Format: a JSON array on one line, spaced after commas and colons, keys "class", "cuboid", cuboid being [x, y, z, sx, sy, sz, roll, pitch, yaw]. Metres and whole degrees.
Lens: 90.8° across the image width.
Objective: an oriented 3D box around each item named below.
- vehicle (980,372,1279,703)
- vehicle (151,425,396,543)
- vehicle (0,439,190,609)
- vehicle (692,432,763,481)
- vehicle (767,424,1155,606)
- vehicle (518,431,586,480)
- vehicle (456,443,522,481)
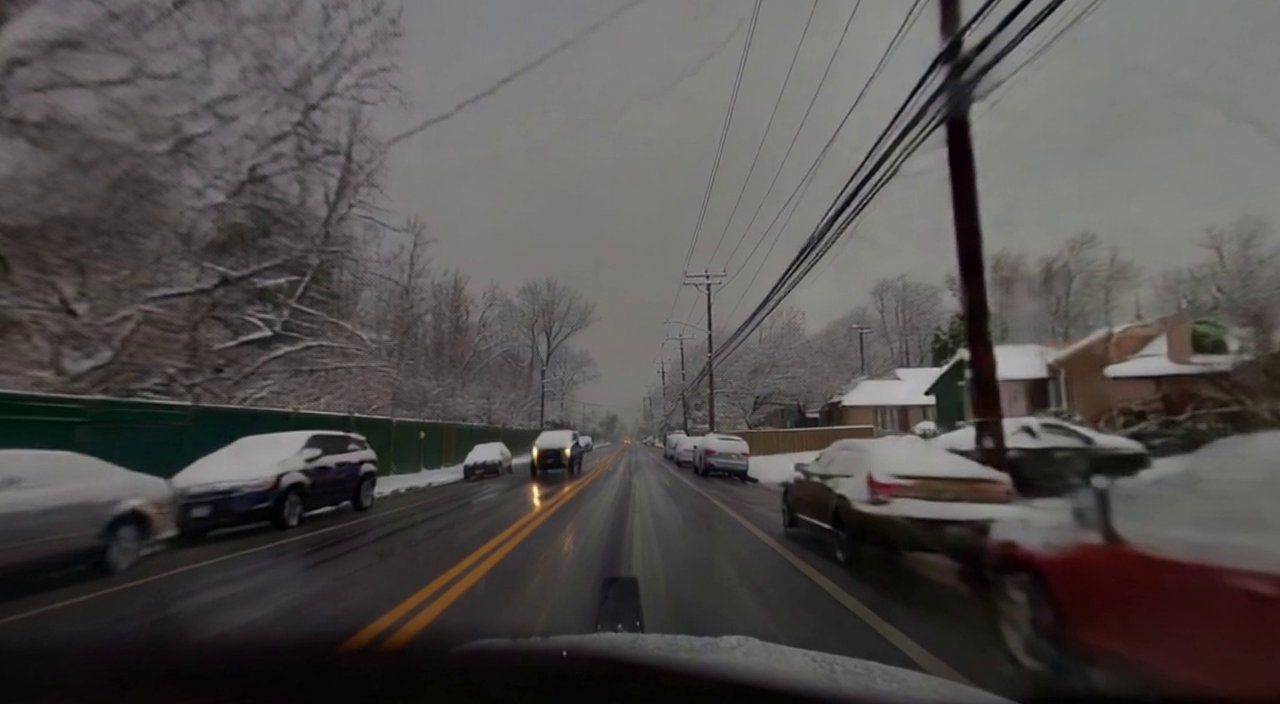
[{"class": "vehicle", "cuboid": [3.228, 0.857, 2.091, 1.826, 1.614, 4.241, 0, -8, 0]}, {"class": "vehicle", "cuboid": [-6.711, 2.390, 12.382, 2.014, 1.817, 4.639, -1, -7, 0]}, {"class": "vehicle", "cuboid": [-6.663, 1.585, 5.847, 1.866, 1.487, 4.416, -1, -8, -2]}, {"class": "vehicle", "cuboid": [3.352, 4.116, 25.148, 2.031, 1.762, 4.749, 0, -8, -2]}, {"class": "vehicle", "cuboid": [3.179, 1.715, 7.780, 2.129, 1.490, 4.937, 0, -8, -1]}, {"class": "vehicle", "cuboid": [-3.611, 4.361, 26.852, 2.210, 1.838, 4.854, 0, -8, 0]}, {"class": "vehicle", "cuboid": [-6.907, 5.060, 29.396, 1.843, 1.589, 4.416, 0, -9, 1]}]
